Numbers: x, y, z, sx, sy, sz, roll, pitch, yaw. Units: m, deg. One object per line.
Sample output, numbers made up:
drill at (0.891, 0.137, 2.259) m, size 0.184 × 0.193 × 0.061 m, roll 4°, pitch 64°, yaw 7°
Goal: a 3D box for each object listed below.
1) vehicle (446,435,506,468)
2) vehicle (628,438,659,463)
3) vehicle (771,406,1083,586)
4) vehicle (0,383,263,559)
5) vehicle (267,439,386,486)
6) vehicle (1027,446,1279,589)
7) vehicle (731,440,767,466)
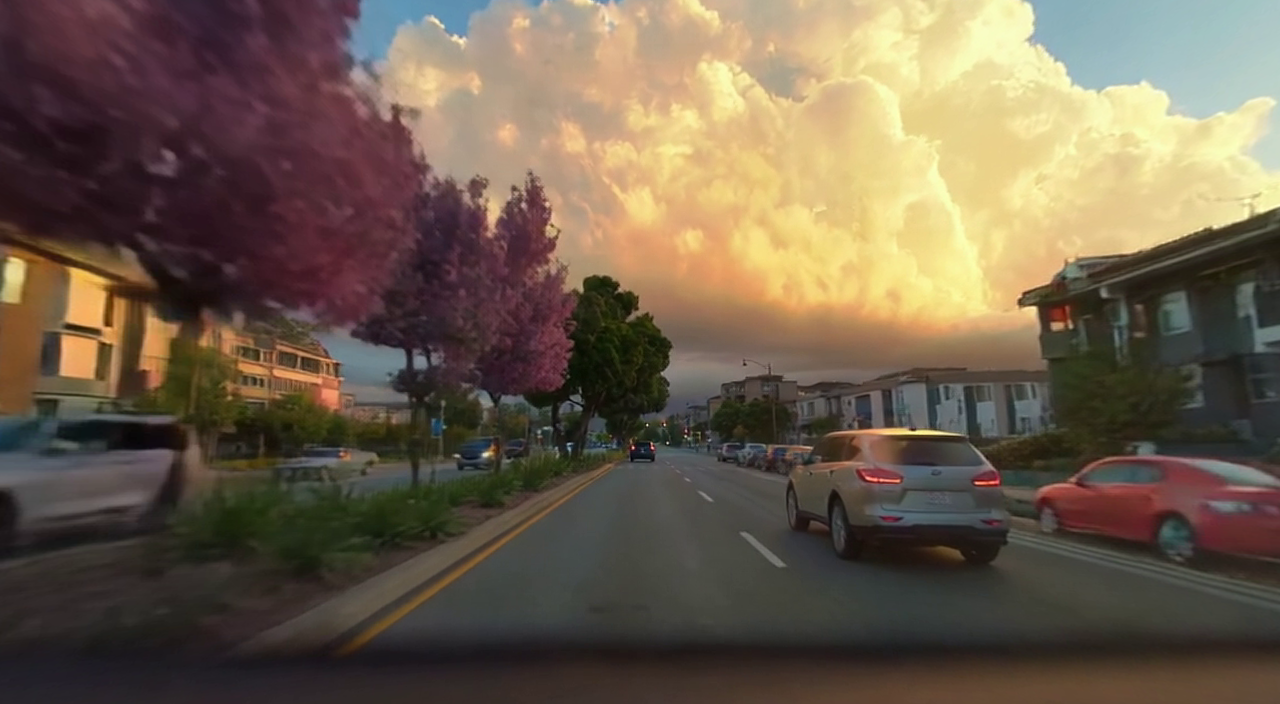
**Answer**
vehicle at (-8.791, 5.398, 34.233) m, size 2.042 × 1.654 × 4.504 m, roll 0°, pitch -8°, yaw 0°
vehicle at (0.271, 7.366, 47.314) m, size 2.244 × 1.813 × 4.129 m, roll 0°, pitch -8°, yaw 1°
vehicle at (3.289, 1.743, 8.513) m, size 2.071 × 1.747 × 4.549 m, roll 0°, pitch -8°, yaw 0°
vehicle at (-8.069, 1.535, 8.512) m, size 2.249 × 1.898 × 5.815 m, roll 0°, pitch -8°, yaw 1°
vehicle at (-11.371, 4.027, 23.305) m, size 2.053 × 1.545 × 4.417 m, roll 0°, pitch -8°, yaw 1°
vehicle at (7.651, 2.061, 8.765) m, size 1.821 × 1.462 × 4.382 m, roll 0°, pitch -8°, yaw 1°
vehicle at (7.903, 7.362, 46.090) m, size 1.895 × 1.799 × 4.265 m, roll 0°, pitch -8°, yaw 0°
